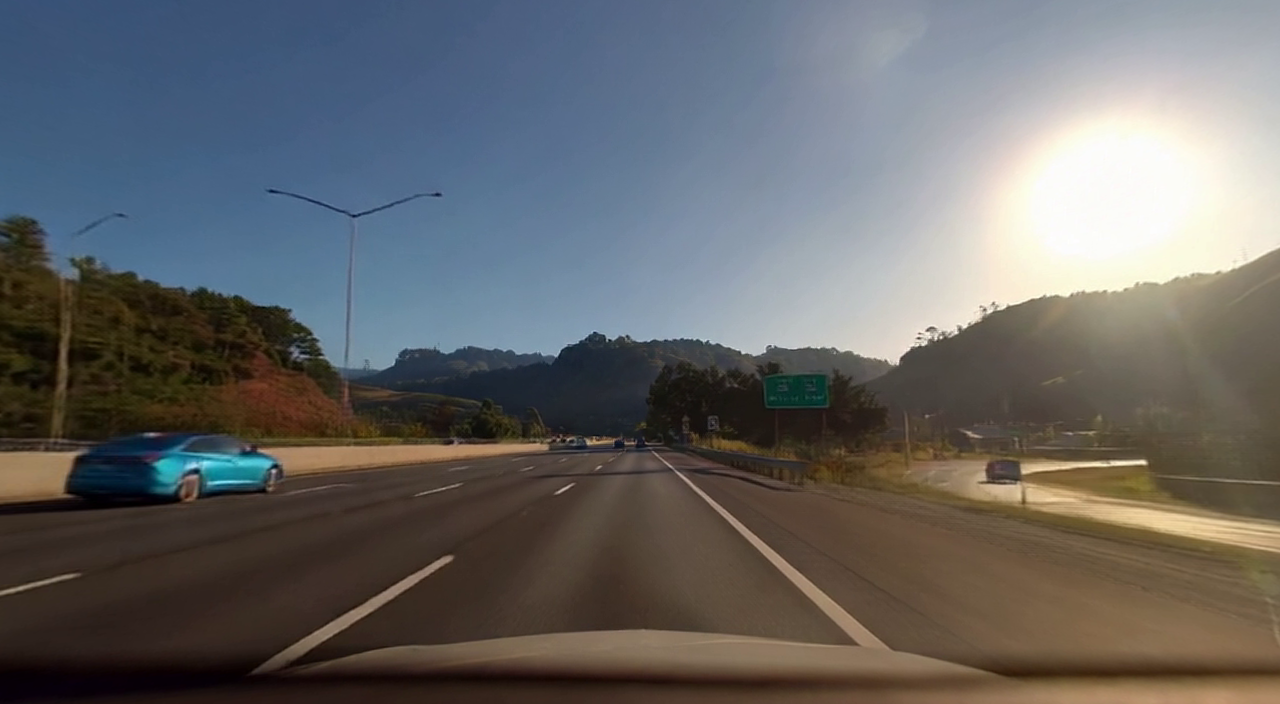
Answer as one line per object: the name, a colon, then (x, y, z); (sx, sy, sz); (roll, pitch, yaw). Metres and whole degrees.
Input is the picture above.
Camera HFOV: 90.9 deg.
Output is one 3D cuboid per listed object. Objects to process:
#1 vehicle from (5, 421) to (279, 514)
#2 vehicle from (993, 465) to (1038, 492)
vehicle: (-10.881, 2.548, 14.479); (2.152, 1.753, 4.972); (0, -8, 1)
vehicle: (29.043, 9.748, 48.908); (2.108, 1.763, 4.817); (-3, -9, 21)
